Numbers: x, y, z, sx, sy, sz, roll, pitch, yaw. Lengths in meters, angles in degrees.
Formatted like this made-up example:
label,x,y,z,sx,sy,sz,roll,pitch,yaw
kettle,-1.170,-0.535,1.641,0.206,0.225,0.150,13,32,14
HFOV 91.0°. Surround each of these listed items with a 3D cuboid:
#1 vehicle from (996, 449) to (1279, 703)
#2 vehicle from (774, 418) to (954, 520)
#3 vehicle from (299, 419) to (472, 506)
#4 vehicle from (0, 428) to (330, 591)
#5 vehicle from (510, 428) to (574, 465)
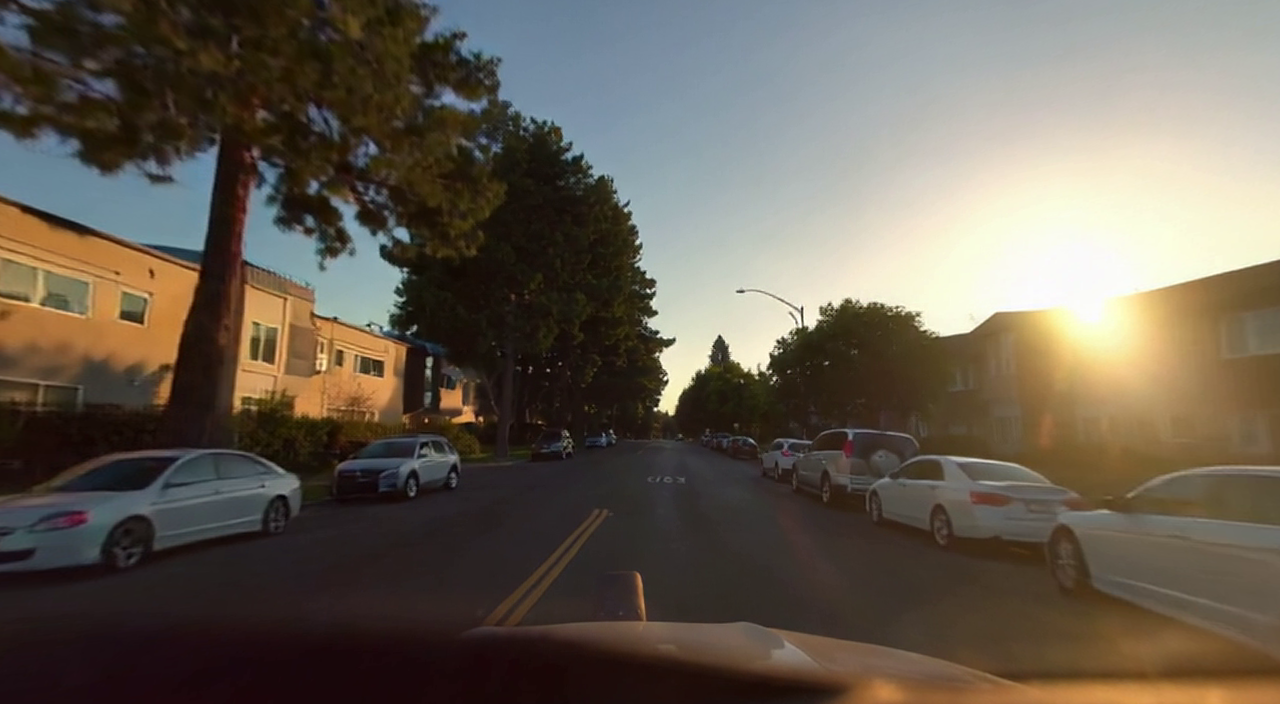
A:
label,x,y,z,sx,sy,sz,roll,pitch,yaw
vehicle,4.672,1.392,4.329,1.977,1.410,4.744,-1,-9,4
vehicle,5.039,2.738,15.400,2.365,1.970,6.011,0,-9,2
vehicle,-6.270,2.851,16.382,2.235,1.802,5.138,-3,-10,2
vehicle,-6.336,1.877,8.317,2.067,1.510,4.501,-2,-9,2
vehicle,-5.285,5.262,34.606,2.384,1.781,5.492,-3,-10,2
